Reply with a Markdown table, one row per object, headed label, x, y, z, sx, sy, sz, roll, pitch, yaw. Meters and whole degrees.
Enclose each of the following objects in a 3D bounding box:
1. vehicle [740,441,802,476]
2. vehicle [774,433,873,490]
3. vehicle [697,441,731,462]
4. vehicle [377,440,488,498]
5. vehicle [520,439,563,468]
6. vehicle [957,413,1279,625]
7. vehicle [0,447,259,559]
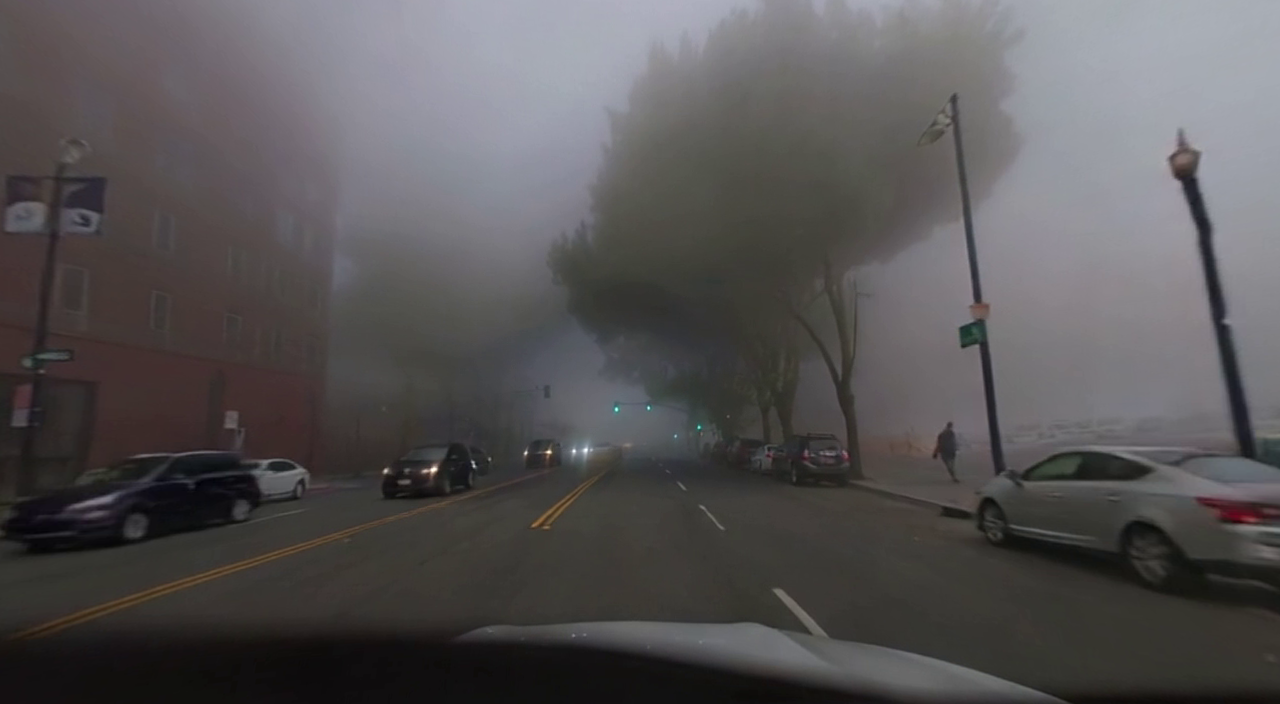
| label | x | y | z | sx | sy | sz | roll | pitch | yaw |
| --- | --- | --- | --- | --- | --- | --- | --- | --- | --- |
| vehicle | 5.869 | 4.832 | 28.874 | 1.834 | 1.454 | 4.410 | 0 | -8 | -1 |
| vehicle | 6.066 | 3.655 | 21.476 | 2.047 | 1.720 | 4.353 | 0 | -8 | 0 |
| vehicle | 5.739 | 7.780 | 49.570 | 2.011 | 1.603 | 4.395 | 0 | -8 | -1 |
| vehicle | -6.132 | 3.473 | 19.259 | 1.898 | 1.532 | 4.337 | 0 | -8 | 0 |
| vehicle | -6.158 | 6.381 | 39.953 | 2.020 | 1.754 | 4.442 | 0 | -8 | 0 |
| vehicle | 6.048 | 1.729 | 7.647 | 1.959 | 1.766 | 4.490 | 0 | -8 | -1 |
| vehicle | -8.970 | 2.463 | 11.093 | 1.937 | 1.548 | 4.179 | 0 | -8 | 0 |
